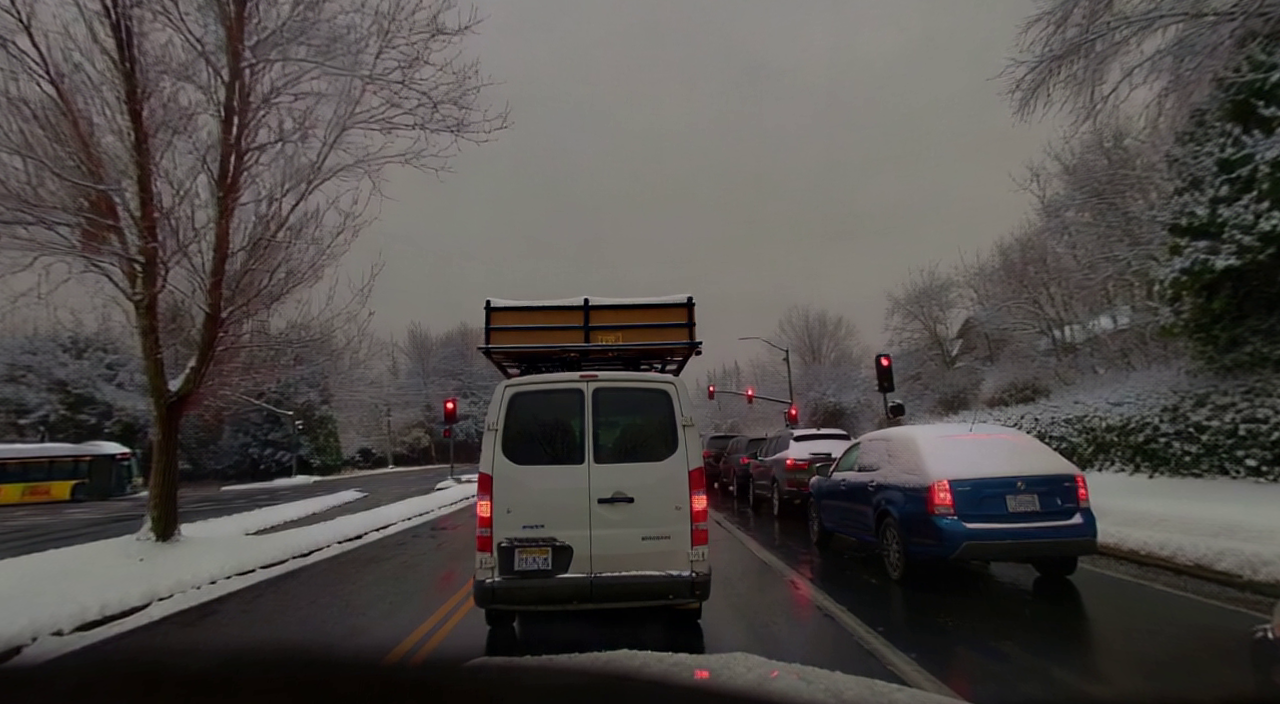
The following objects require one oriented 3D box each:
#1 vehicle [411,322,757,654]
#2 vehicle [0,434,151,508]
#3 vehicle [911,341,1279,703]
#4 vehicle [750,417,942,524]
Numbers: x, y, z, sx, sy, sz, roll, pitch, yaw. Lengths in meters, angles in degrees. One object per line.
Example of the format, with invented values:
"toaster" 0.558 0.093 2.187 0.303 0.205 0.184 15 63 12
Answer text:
"vehicle" -0.358 1.154 6.194 2.145 2.089 4.309 0 -9 0
"vehicle" -29.212 5.346 28.161 11.969 3.012 2.786 -1 -8 -4
"vehicle" 3.451 0.938 3.397 1.965 1.671 4.146 0 -9 -3
"vehicle" 3.677 2.212 12.266 2.024 1.692 4.252 1 -9 -4
